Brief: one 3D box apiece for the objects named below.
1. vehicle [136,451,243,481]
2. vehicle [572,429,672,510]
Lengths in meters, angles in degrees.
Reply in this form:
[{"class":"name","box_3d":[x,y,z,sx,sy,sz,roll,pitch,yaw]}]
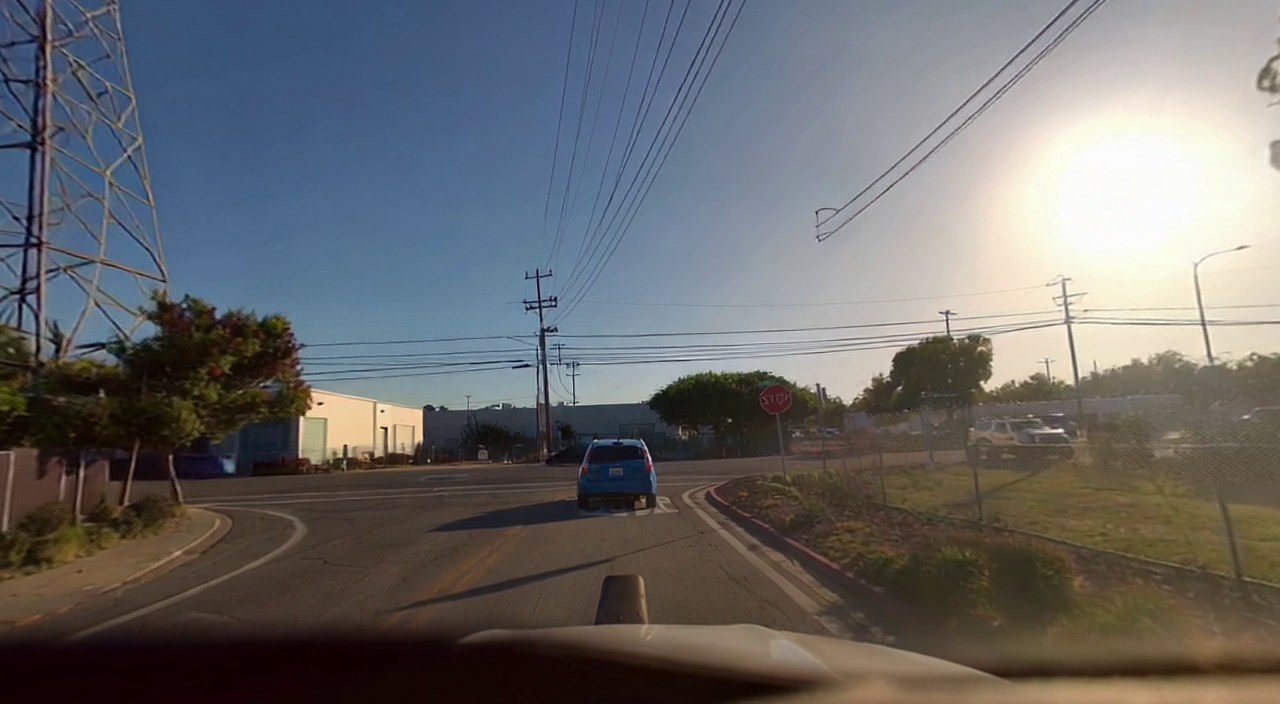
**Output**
[{"class":"vehicle","box_3d":[-26.295,6.660,37.020,4.667,1.614,1.820,0,-8,-7]},{"class":"vehicle","box_3d":[-0.517,2.826,15.658,2.137,1.698,4.166,0,-8,-4]}]
